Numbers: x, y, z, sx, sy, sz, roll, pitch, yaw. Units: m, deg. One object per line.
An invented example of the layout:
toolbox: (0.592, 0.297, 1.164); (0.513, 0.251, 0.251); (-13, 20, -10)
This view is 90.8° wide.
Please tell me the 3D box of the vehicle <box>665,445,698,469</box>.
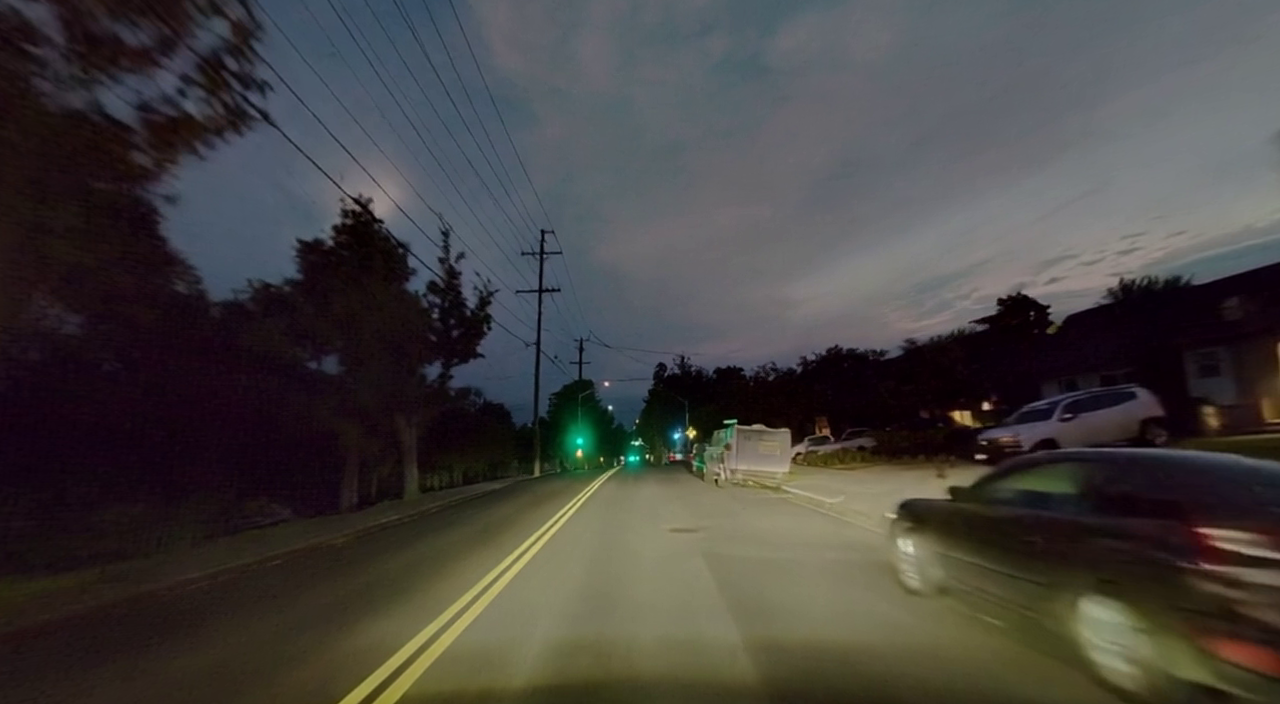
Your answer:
vehicle: (3.081, 7.892, 47.529); (2.068, 1.675, 4.013); (0, -9, -2)

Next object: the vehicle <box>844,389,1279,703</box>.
vehicle: (3.306, 1.202, 4.516); (1.903, 1.470, 4.915); (0, -9, -2)

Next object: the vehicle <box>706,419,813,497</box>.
vehicle: (3.203, 2.997, 18.210); (2.020, 1.900, 5.202); (0, -9, 0)
